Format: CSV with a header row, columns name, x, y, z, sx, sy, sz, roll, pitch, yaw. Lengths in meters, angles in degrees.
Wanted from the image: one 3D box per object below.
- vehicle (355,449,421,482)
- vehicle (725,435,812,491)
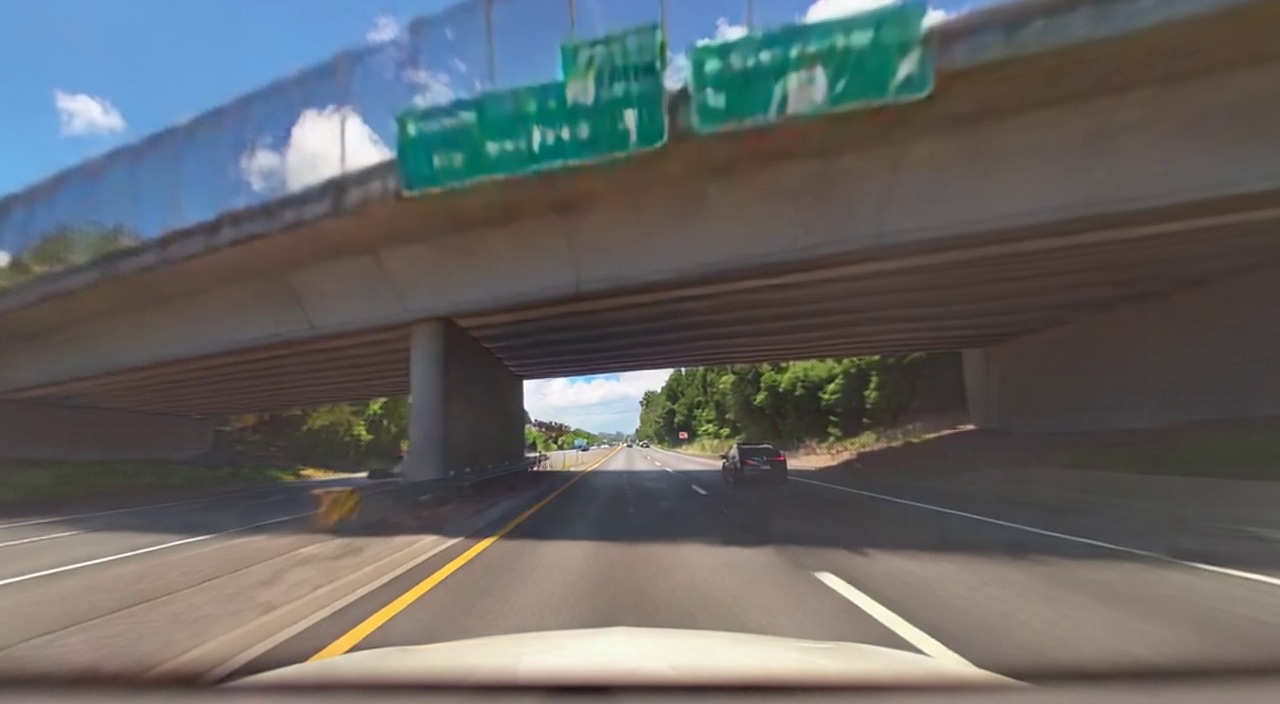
name,x,y,z,sx,sy,sz,roll,pitch,yaw
vehicle,-12.637,5.684,31.763,1.780,1.527,3.827,0,-8,-1
vehicle,3.748,3.286,18.963,1.781,1.470,3.540,0,-8,-2
